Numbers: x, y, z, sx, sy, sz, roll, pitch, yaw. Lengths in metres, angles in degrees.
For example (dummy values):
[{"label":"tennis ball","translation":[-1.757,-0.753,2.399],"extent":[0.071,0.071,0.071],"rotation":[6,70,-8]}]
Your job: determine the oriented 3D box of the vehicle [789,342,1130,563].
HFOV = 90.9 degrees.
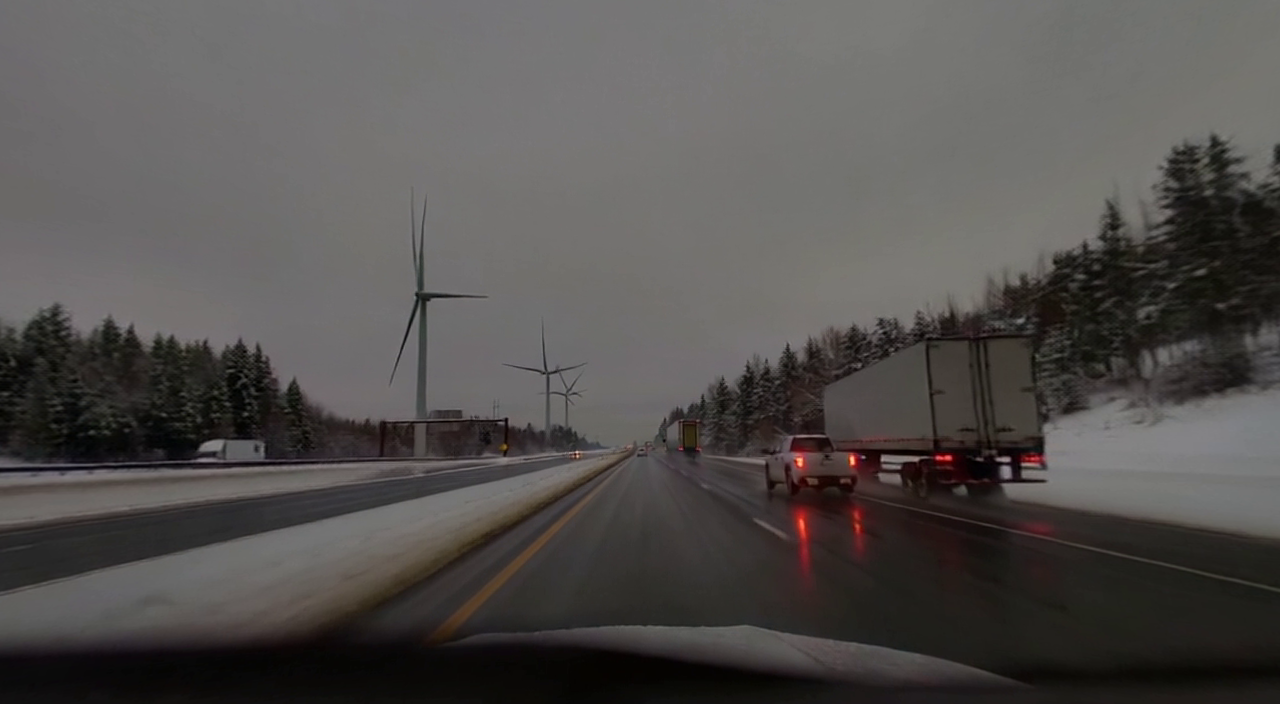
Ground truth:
[{"label":"vehicle","translation":[4.481,1.608,10.352],"extent":[2.609,2.648,5.397],"rotation":[0,-9,-1]}]
